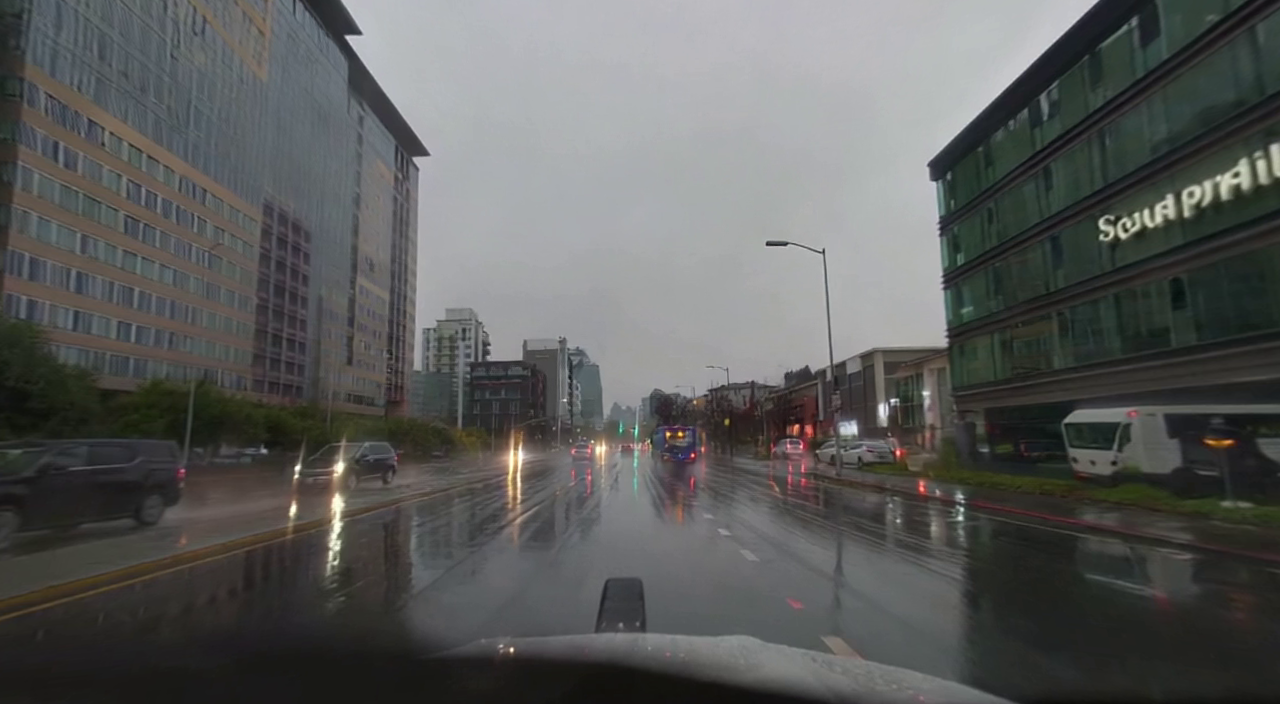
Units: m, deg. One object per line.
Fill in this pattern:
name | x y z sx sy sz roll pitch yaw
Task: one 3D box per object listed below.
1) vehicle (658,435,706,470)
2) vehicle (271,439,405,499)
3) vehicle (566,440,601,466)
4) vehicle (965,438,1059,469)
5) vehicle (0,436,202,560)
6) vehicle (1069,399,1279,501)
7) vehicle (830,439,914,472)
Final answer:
vehicle | 2.241 5.584 35.308 2.130 1.787 5.126 0 -8 -2
vehicle | -8.872 3.456 19.073 1.969 1.489 4.522 -2 -8 -2
vehicle | -3.714 6.682 42.054 2.046 1.617 4.601 0 -8 -2
vehicle | 19.999 5.492 34.263 2.013 1.548 4.579 1 -9 -5
vehicle | -8.707 2.003 9.043 1.923 1.482 4.273 -3 -8 -1
vehicle | 13.370 2.214 14.521 5.419 2.120 2.164 0 -8 -3
vehicle | 11.741 5.233 32.363 1.954 1.483 4.742 -2 -7 -7
